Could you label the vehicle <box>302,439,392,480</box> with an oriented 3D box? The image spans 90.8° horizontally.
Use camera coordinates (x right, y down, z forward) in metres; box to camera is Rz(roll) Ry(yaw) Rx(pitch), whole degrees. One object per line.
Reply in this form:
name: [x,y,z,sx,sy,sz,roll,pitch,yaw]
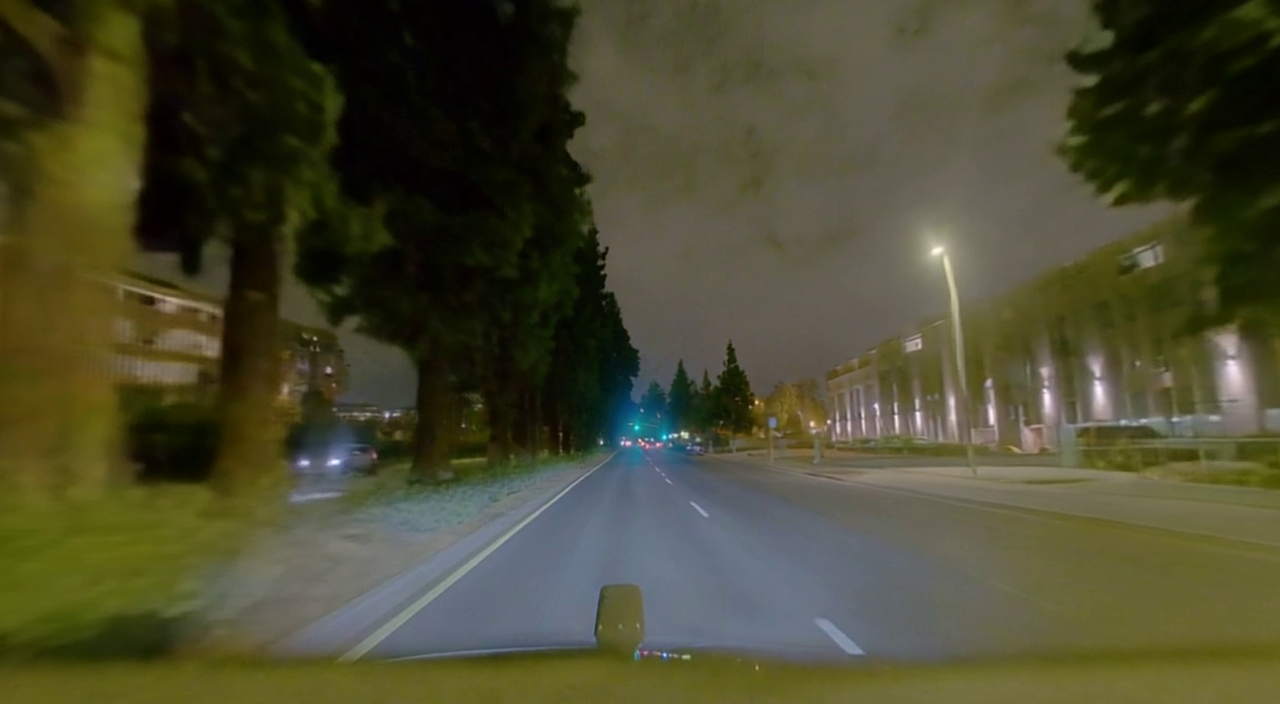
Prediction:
vehicle: [-15.377,5.631,33.546,2.141,1.942,5.474,0,-8,0]
